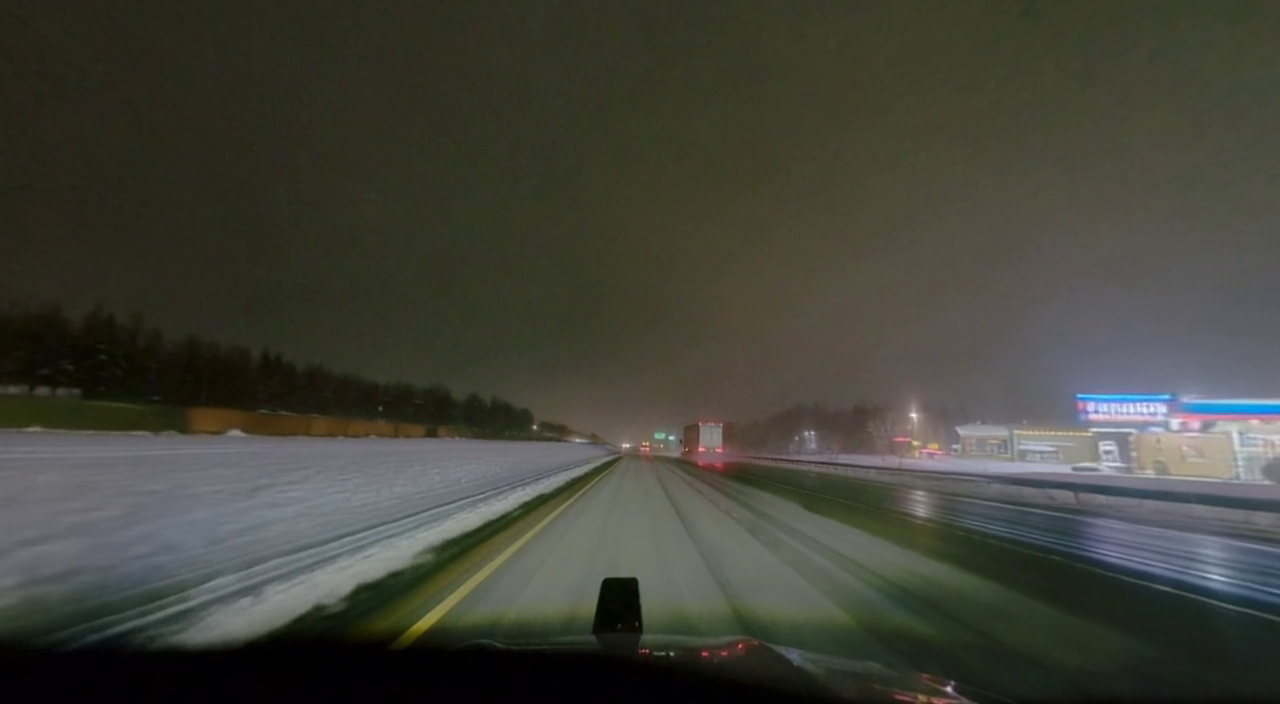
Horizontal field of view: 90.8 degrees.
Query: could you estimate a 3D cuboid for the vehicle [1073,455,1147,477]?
[{"bbox_3d":[35.628,8.637,48.036,1.887,1.471,4.865,0,-8,0],"label":"vehicle"}]
